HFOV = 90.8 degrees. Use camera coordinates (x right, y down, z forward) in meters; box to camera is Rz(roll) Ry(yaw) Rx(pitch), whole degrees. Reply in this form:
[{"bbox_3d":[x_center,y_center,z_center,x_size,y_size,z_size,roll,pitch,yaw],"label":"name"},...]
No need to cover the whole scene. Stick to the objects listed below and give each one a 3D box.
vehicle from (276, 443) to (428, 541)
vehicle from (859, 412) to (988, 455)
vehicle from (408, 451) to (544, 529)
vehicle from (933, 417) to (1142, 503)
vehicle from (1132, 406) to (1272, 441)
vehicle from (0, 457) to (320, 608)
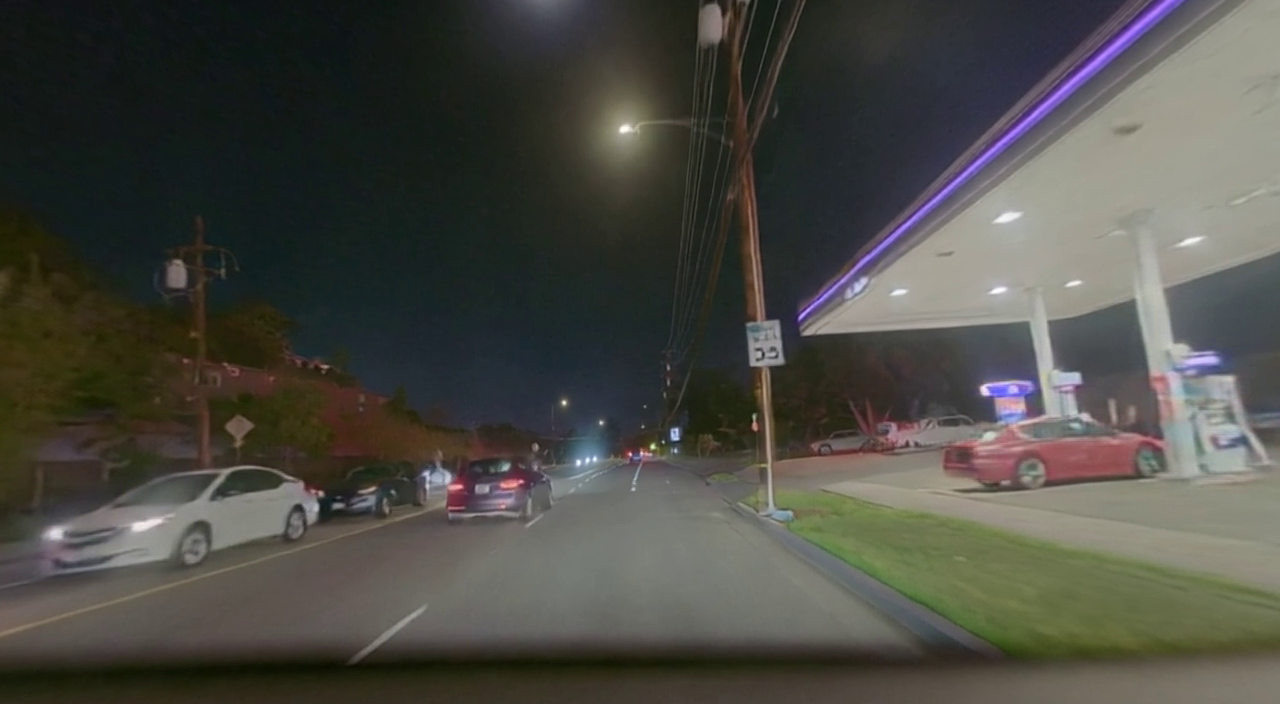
[{"bbox_3d":[-6.876,3.282,15.616,1.855,1.721,4.329,-10,-7,-5],"label":"vehicle"},{"bbox_3d":[13.903,4.065,31.311,5.266,2.021,2.329,-1,-9,4],"label":"vehicle"},{"bbox_3d":[-3.485,2.996,14.360,1.943,1.455,4.414,0,-9,-1],"label":"vehicle"},{"bbox_3d":[7.912,2.098,12.533,4.000,1.440,1.746,5,-10,-30],"label":"vehicle"},{"bbox_3d":[27.008,3.529,30.511,1.855,1.501,4.657,6,-11,-37],"label":"vehicle"},{"bbox_3d":[-6.699,2.361,9.216,1.863,1.506,4.597,-3,-9,-3],"label":"vehicle"}]
